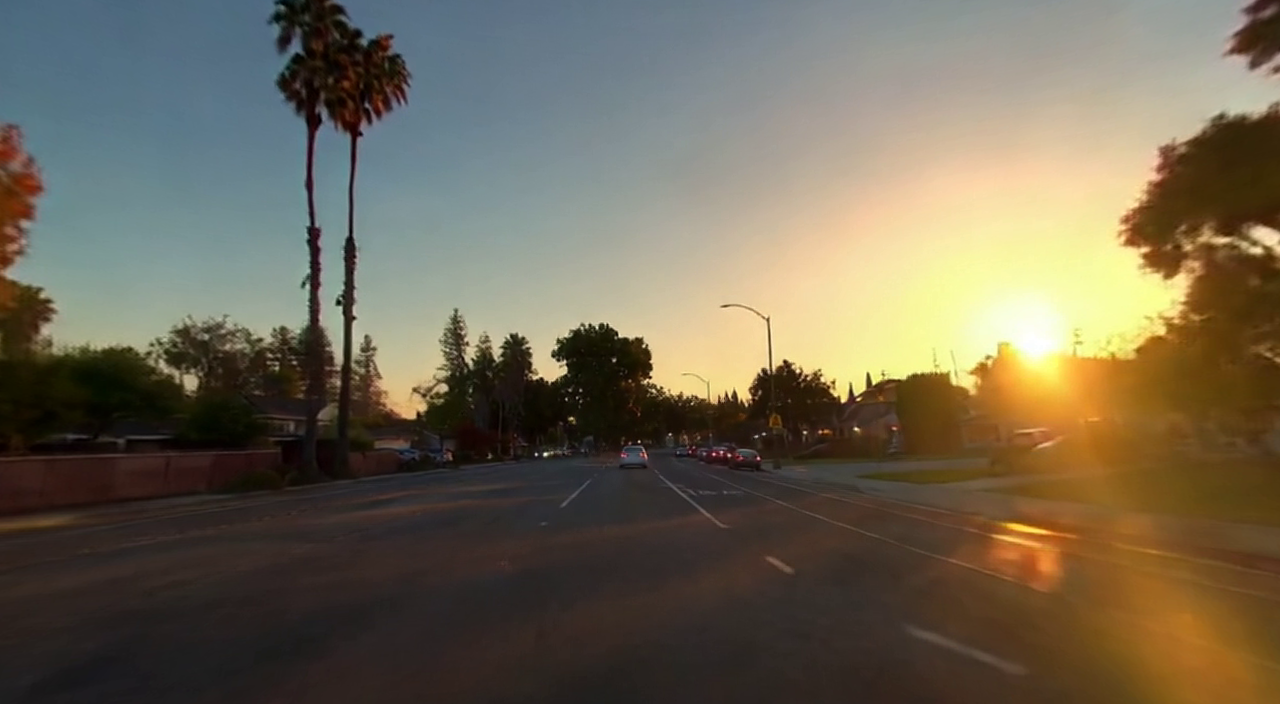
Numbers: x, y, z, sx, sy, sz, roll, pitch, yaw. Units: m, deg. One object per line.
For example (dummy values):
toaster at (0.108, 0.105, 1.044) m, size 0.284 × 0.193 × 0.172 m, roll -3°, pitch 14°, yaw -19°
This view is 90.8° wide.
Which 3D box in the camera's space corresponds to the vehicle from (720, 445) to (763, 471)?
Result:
vehicle at (6.237, 6.569, 39.336) m, size 1.947 × 1.505 × 4.759 m, roll 0°, pitch -8°, yaw 0°

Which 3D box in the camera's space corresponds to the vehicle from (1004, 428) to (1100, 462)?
vehicle at (24.090, 5.510, 37.229) m, size 2.135 × 1.787 × 4.888 m, roll 0°, pitch -9°, yaw -3°

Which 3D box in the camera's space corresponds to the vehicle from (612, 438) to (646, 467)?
vehicle at (-0.844, 7.005, 44.260) m, size 2.248 × 1.833 × 4.798 m, roll 0°, pitch -8°, yaw -2°
